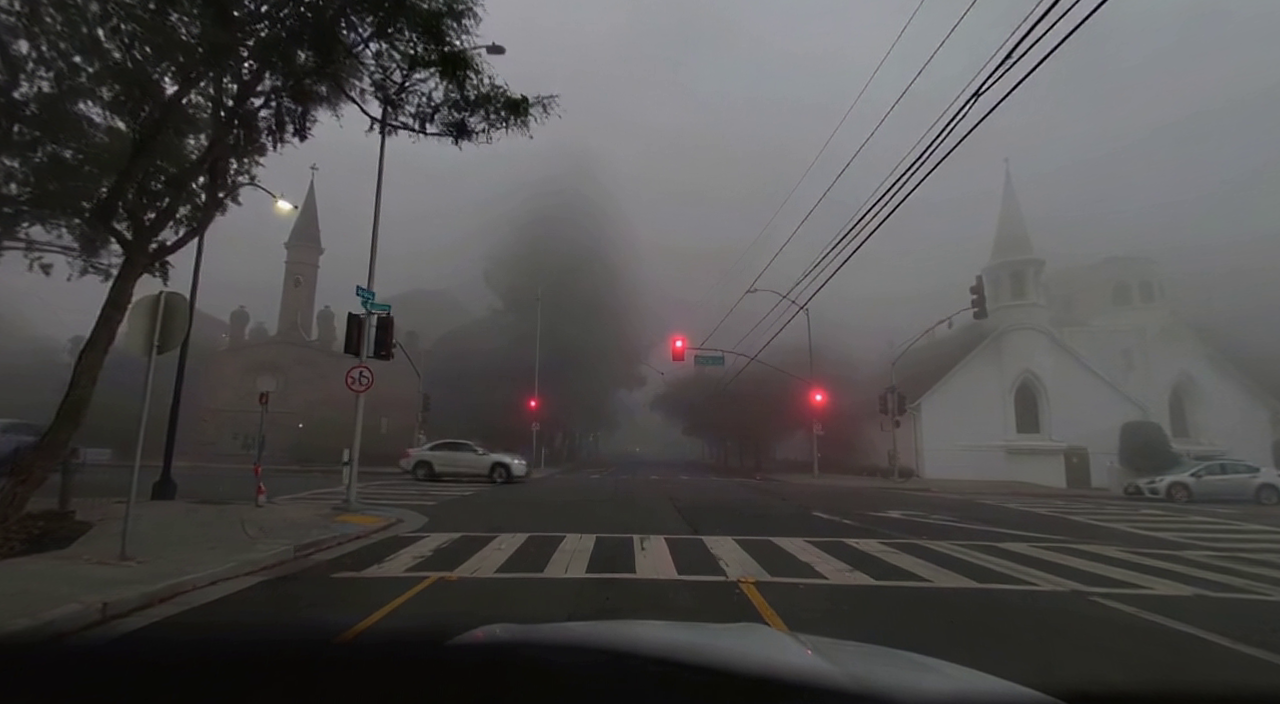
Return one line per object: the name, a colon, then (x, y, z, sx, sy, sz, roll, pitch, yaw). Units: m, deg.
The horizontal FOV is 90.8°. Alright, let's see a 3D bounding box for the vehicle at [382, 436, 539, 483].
vehicle: (-6.034, 3.671, 21.685, 4.718, 1.497, 2.032, -1, -9, 4)
